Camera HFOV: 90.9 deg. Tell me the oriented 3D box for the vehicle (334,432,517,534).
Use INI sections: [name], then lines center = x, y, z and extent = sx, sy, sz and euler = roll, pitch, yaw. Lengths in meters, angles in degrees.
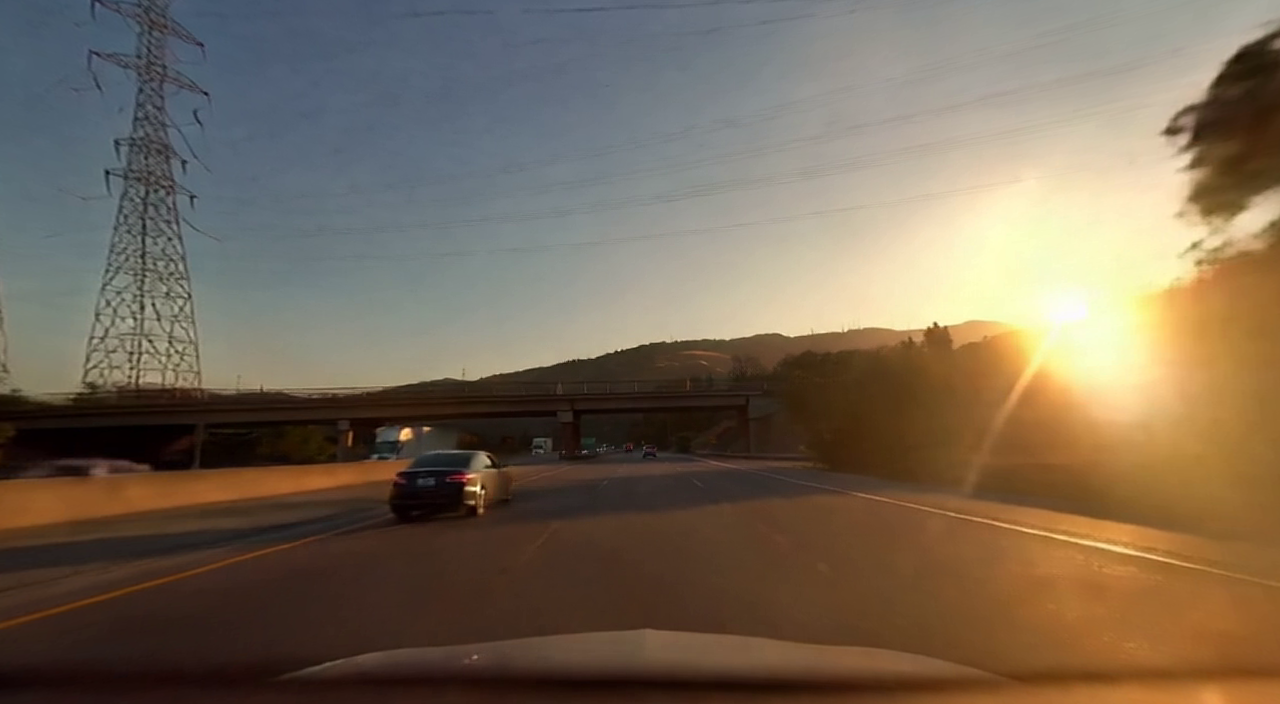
[vehicle]
center = -3.712, 2.344, 11.815
extent = 1.924, 1.550, 4.165
euler = 0, -9, 1
